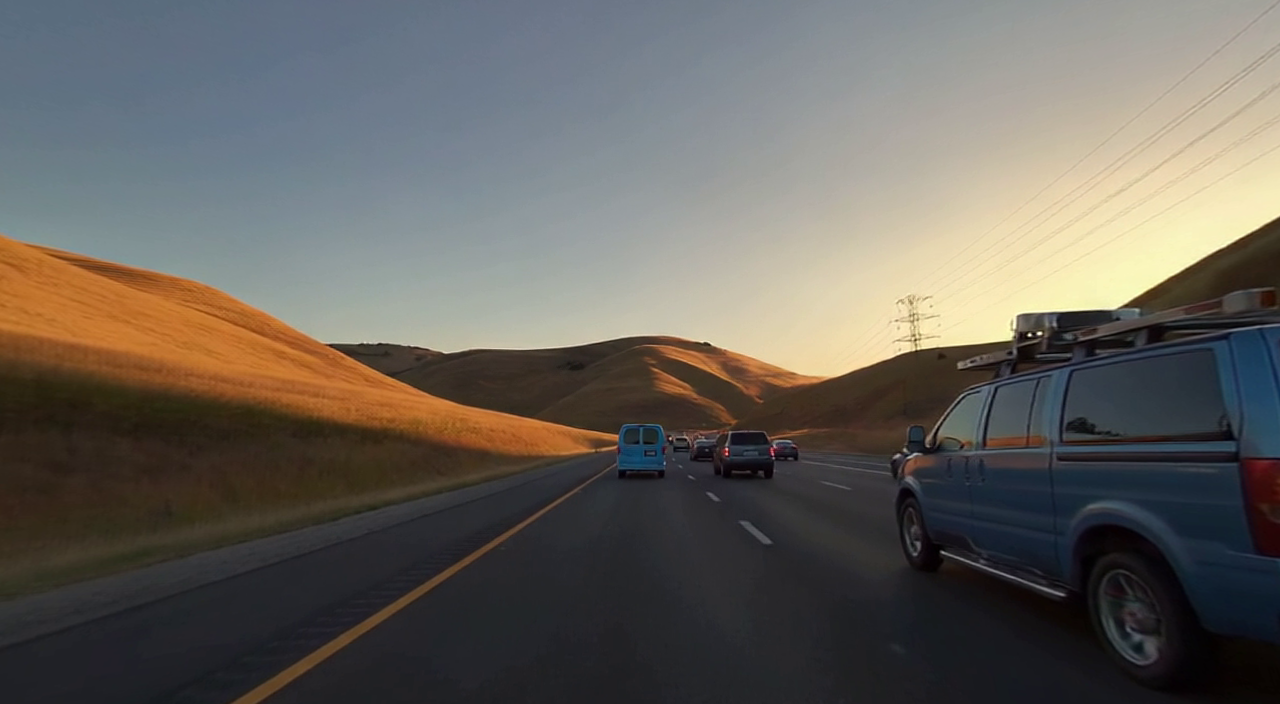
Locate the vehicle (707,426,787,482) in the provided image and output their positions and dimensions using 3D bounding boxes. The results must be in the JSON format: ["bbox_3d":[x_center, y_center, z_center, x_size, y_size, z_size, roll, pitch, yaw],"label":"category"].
[{"bbox_3d":[3.777,3.717,23.138,2.139,1.821,4.480,0,-8,0],"label":"vehicle"}]

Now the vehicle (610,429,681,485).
[{"bbox_3d":[0.186,3.676,22.372,2.268,1.772,4.523,0,-8,1],"label":"vehicle"}]

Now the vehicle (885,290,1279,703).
[{"bbox_3d":[3.895,0.882,3.641,2.691,1.901,5.744,0,-8,1],"label":"vehicle"}]
